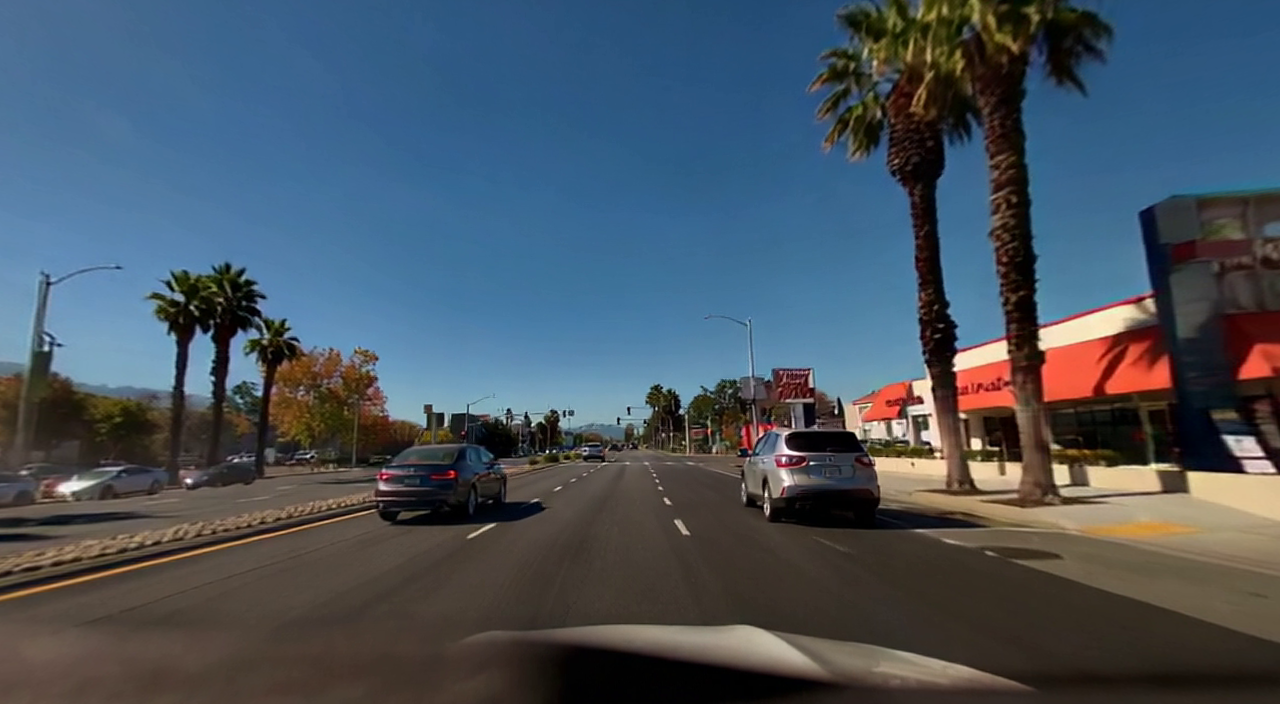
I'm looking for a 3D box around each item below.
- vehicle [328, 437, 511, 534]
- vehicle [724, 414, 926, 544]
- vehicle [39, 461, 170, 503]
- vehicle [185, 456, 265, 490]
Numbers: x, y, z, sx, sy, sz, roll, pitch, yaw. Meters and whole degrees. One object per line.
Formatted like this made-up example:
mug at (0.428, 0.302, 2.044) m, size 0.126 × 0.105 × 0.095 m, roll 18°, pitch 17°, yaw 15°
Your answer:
vehicle at (-3.883, 2.403, 11.985) m, size 2.034 × 1.498 × 3.995 m, roll 0°, pitch -9°, yaw 0°
vehicle at (2.770, 2.025, 10.653) m, size 1.982 × 1.711 × 4.276 m, roll 0°, pitch -9°, yaw -2°
vehicle at (-23.267, 5.635, 27.705) m, size 1.926 × 1.483 × 4.349 m, roll -2°, pitch -8°, yaw 0°
vehicle at (-23.469, 6.831, 35.914) m, size 1.868 × 1.602 × 4.102 m, roll -3°, pitch -8°, yaw -2°
